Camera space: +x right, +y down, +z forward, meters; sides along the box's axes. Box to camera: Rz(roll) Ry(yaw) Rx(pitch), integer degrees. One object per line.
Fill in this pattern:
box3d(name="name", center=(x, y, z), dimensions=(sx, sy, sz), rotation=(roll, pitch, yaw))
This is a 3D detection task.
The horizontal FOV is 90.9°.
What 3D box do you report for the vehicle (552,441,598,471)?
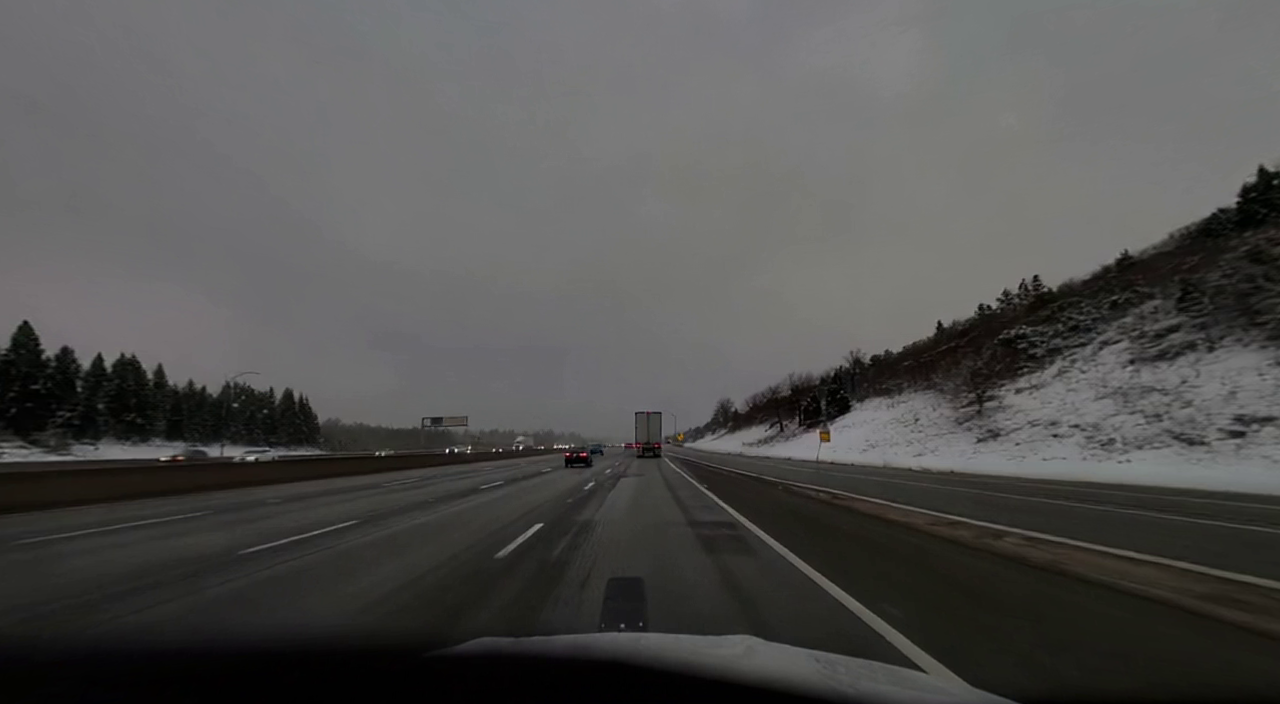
box3d(name="vehicle", center=(-3.431, 5.616, 34.164), dimensions=(1.983, 1.508, 4.060), rotation=(0, -8, 1))
